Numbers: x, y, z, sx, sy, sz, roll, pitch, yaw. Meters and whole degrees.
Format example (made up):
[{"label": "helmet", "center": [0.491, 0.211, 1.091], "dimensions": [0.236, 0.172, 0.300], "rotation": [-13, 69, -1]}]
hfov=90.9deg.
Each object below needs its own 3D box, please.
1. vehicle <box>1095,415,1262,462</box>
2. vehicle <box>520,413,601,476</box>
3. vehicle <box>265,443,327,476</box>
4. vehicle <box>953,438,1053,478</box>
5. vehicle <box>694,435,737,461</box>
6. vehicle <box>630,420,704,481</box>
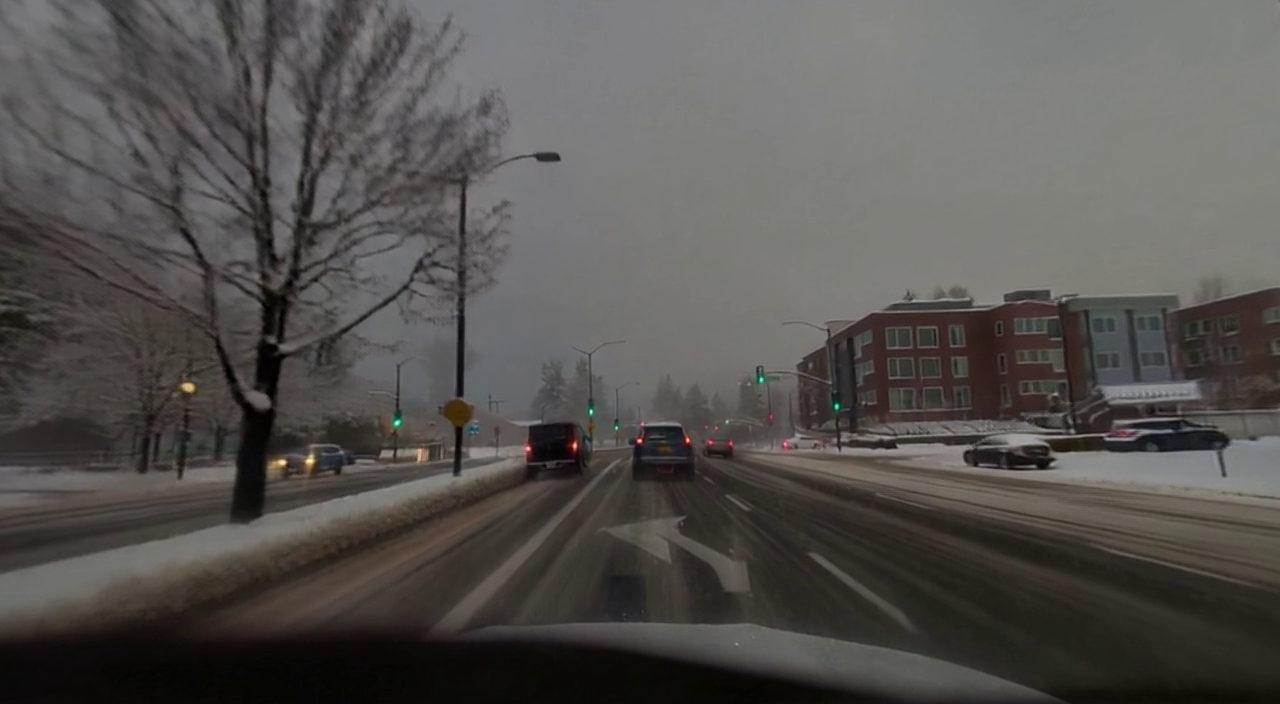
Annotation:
[{"label": "vehicle", "center": [23.274, 3.797, 27.451], "dimensions": [5.050, 1.756, 2.206], "rotation": [-2, -9, 1]}, {"label": "vehicle", "center": [-2.838, 3.496, 23.895], "dimensions": [2.396, 2.143, 4.824], "rotation": [0, -8, 1]}, {"label": "vehicle", "center": [-16.962, 5.278, 31.289], "dimensions": [1.993, 1.462, 4.586], "rotation": [3, -9, -20]}, {"label": "vehicle", "center": [14.339, 4.192, 25.153], "dimensions": [1.706, 1.474, 3.761], "rotation": [0, -8, 0]}, {"label": "vehicle", "center": [4.657, 6.008, 39.549], "dimensions": [2.075, 1.486, 4.316], "rotation": [0, -8, -1]}, {"label": "vehicle", "center": [0.795, 3.268, 21.097], "dimensions": [2.222, 1.841, 4.031], "rotation": [0, -8, -1]}]
